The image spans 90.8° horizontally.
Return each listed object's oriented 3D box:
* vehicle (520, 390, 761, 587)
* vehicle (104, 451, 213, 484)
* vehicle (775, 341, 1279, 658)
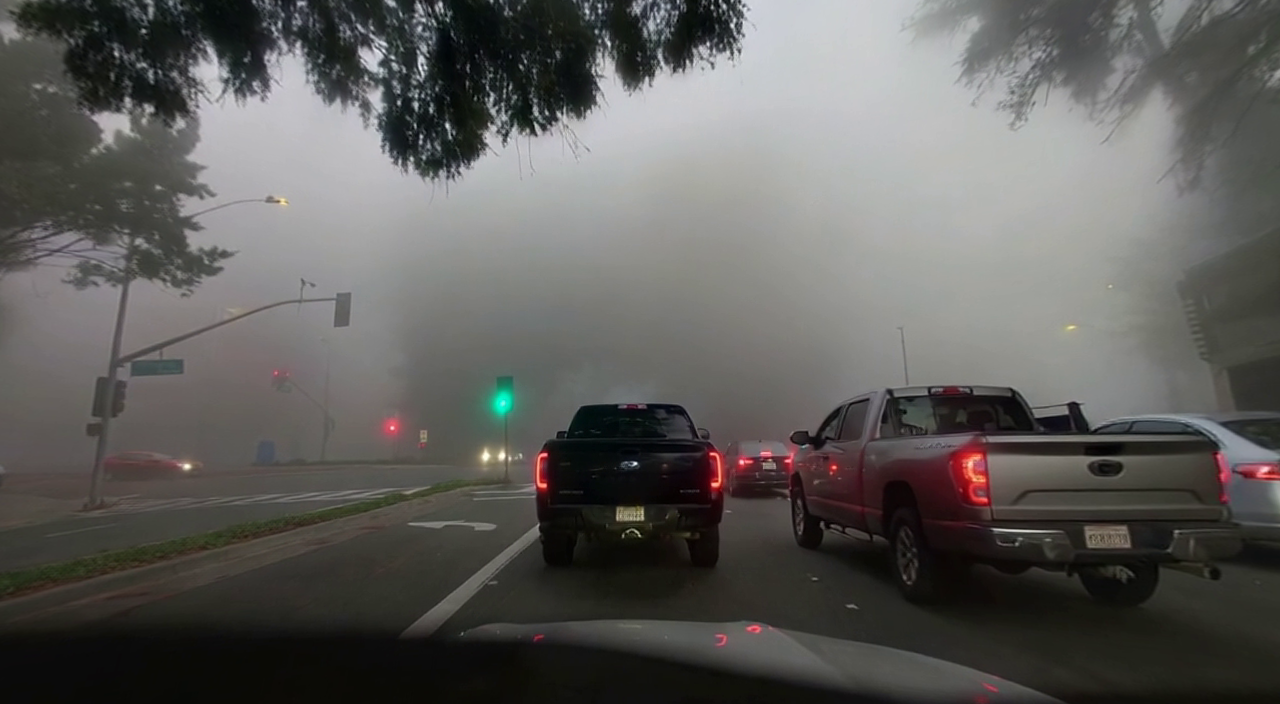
[{"bbox_3d":[-0.052,1.643,8.474,2.240,1.821,5.001,0,-9,-1],"label":"vehicle"},{"bbox_3d":[-26.398,6.322,34.852,4.437,1.669,1.936,5,-10,-30],"label":"vehicle"},{"bbox_3d":[3.331,1.314,6.804,2.412,1.953,5.682,0,-9,-1],"label":"vehicle"}]
